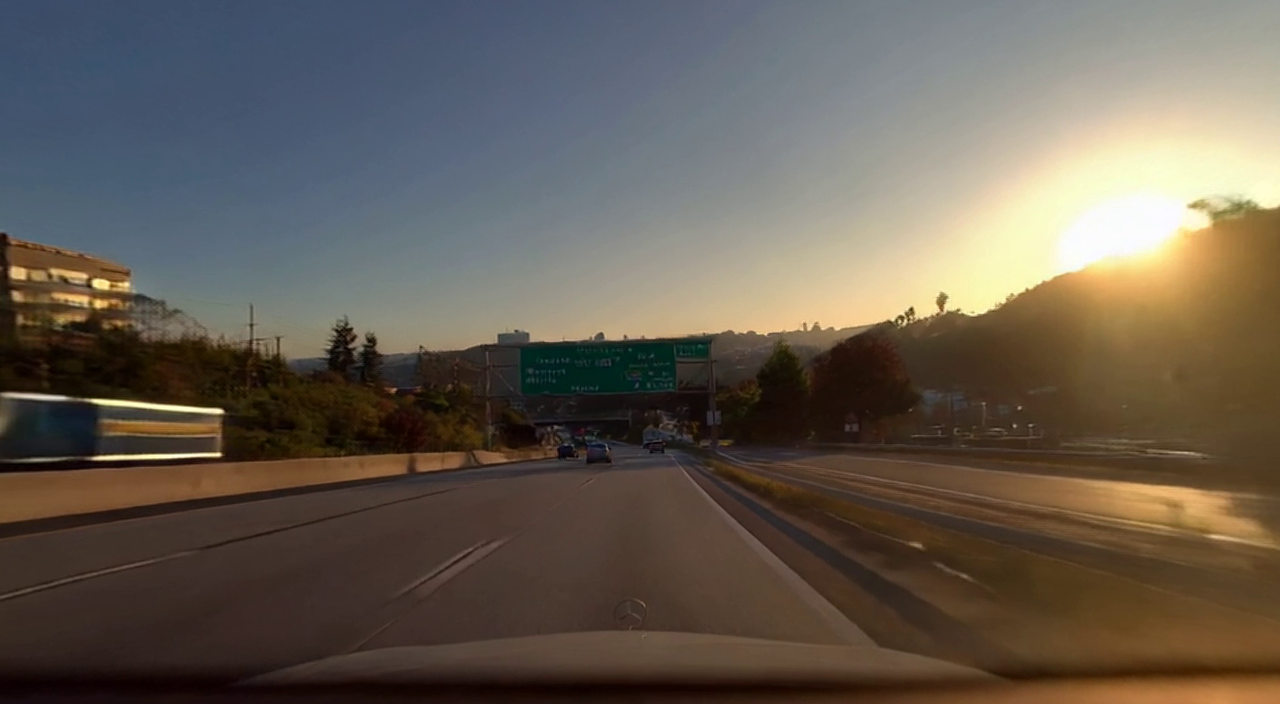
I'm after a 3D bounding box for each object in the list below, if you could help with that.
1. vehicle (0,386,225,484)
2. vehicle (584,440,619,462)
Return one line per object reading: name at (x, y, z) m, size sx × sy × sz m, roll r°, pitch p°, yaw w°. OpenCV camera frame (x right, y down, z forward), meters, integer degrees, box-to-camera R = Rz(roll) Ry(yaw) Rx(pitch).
vehicle at (-27.118, 4.299, 32.120) m, size 2.800 × 3.932 × 13.284 m, roll 0°, pitch -8°, yaw 1°
vehicle at (-2.637, 6.945, 44.348) m, size 2.112 × 1.489 × 4.266 m, roll 0°, pitch -8°, yaw 1°
